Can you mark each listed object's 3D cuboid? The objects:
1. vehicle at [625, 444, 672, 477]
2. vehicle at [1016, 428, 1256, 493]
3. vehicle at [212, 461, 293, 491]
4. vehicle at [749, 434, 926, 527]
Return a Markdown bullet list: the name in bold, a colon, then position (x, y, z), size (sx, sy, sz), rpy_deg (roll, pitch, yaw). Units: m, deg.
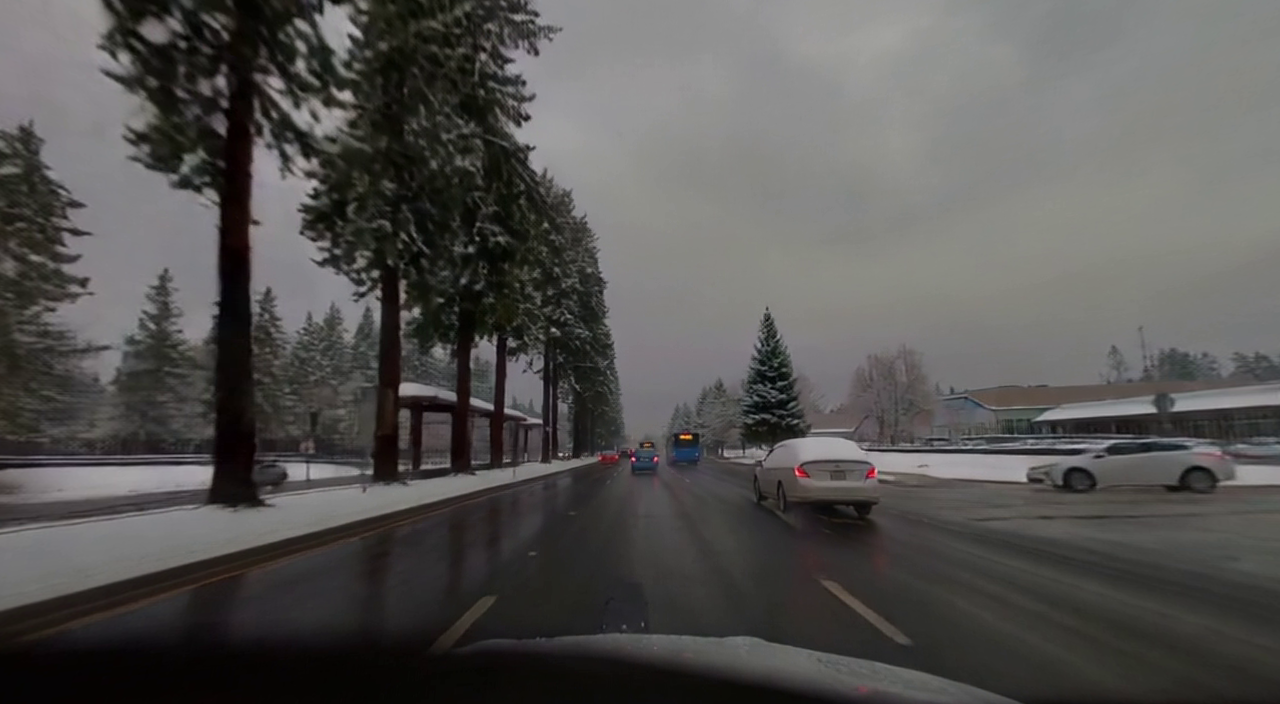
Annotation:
- **vehicle**: position (0.400, 5.286, 30.933), size (2.144, 1.505, 4.128), rpy_deg (0, -9, 0)
- **vehicle**: position (13.857, 3.076, 18.005), size (4.718, 1.686, 2.272), rpy_deg (-2, -9, 12)
- **vehicle**: position (-21.130, 6.759, 34.598), size (1.708, 1.455, 4.281), rpy_deg (0, -9, 0)
- **vehicle**: position (3.597, 2.418, 12.464), size (2.067, 1.497, 4.327), rpy_deg (0, -9, 0)
